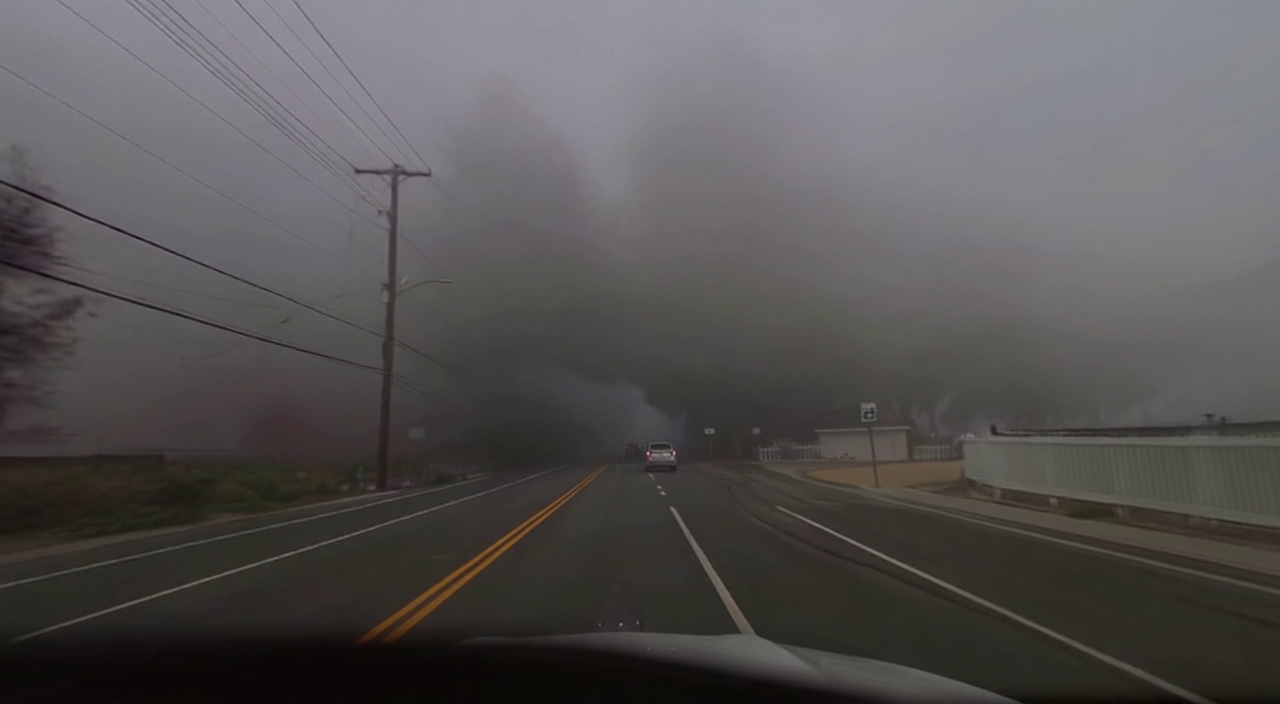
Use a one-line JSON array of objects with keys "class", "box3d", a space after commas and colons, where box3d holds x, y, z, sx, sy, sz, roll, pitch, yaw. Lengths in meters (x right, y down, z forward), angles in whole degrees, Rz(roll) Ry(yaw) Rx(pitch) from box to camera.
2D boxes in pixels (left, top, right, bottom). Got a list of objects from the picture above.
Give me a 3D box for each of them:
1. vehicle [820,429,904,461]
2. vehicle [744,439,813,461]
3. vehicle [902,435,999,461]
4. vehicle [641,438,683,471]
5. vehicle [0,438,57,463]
[{"class": "vehicle", "box3d": [14.686, 6.183, 41.966, 4.635, 2.026, 2.258, 1, -9, -11]}, {"class": "vehicle", "box3d": [9.894, 7.043, 45.387, 4.511, 1.473, 1.962, 1, -8, -2]}, {"class": "vehicle", "box3d": [19.260, 5.990, 39.334, 4.869, 1.477, 2.076, -1, -9, 2]}, {"class": "vehicle", "box3d": [1.037, 5.131, 31.769, 1.975, 1.497, 3.647, 0, -9, 0]}, {"class": "vehicle", "box3d": [-40.585, 6.339, 40.747, 4.127, 1.528, 1.708, -1, -8, 0]}]
